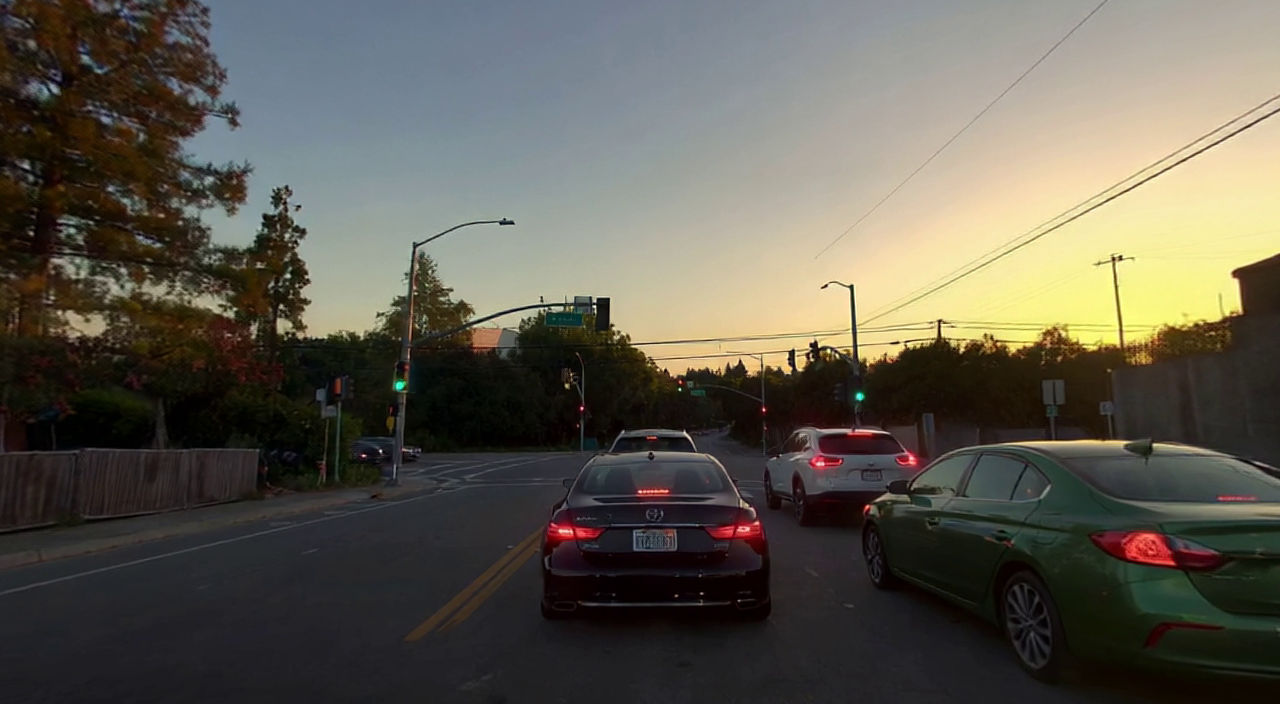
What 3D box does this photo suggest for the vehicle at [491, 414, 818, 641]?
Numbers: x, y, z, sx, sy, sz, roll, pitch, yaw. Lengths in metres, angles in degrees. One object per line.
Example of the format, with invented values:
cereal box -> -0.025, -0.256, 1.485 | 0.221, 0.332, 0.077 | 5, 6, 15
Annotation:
vehicle -> 0.065, 1.489, 6.449 | 2.170, 1.497, 4.369 | 0, -8, -1

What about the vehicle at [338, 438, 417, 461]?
vehicle -> -17.236, 6.407, 41.468 | 4.406, 1.458, 1.892 | -1, -8, 7

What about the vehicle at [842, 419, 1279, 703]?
vehicle -> 3.084, 1.249, 4.143 | 2.027, 1.432, 4.431 | 0, -8, 0
